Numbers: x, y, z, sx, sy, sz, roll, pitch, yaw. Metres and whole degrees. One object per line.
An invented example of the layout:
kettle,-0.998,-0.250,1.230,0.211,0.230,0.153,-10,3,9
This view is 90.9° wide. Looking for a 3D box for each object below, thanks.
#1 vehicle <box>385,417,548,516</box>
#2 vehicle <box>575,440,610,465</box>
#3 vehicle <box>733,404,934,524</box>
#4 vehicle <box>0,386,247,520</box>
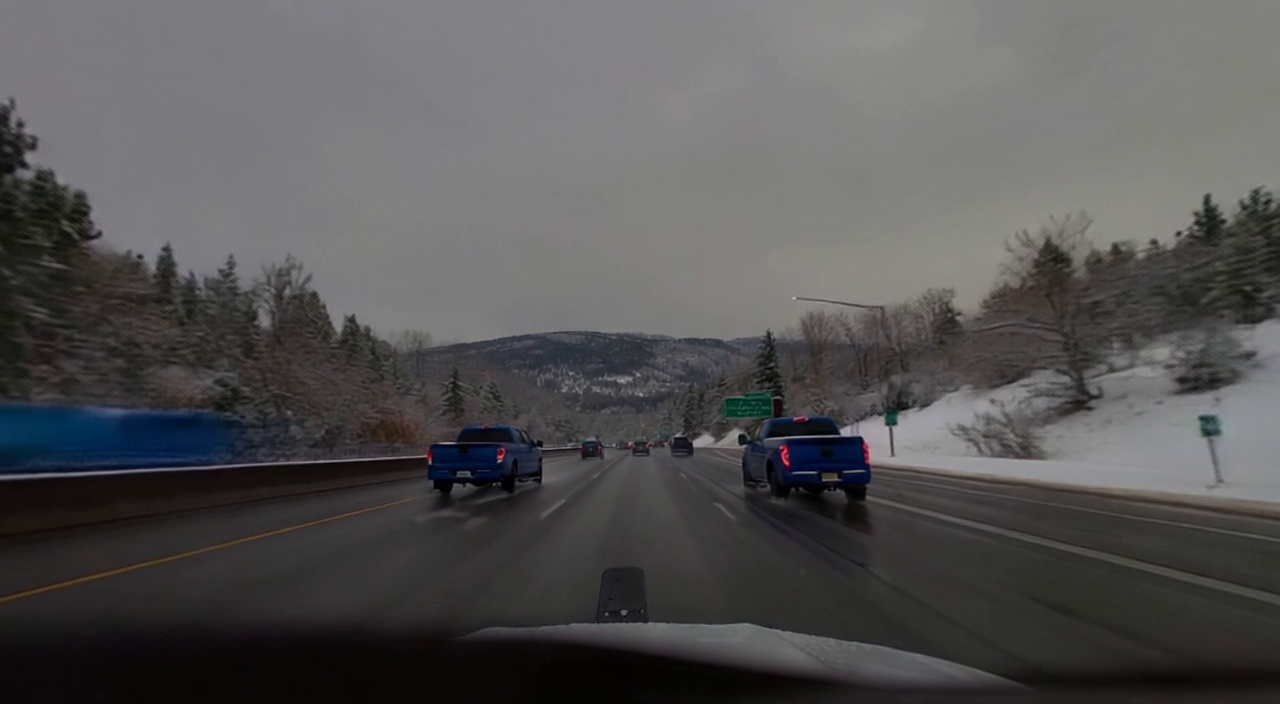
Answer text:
vehicle,-3.689,2.551,14.646,2.227,1.853,5.161,-1,-8,1
vehicle,-3.486,7.492,47.223,2.235,1.785,4.386,-1,-8,1
vehicle,3.612,2.261,13.296,2.424,1.952,5.611,0,-8,0
vehicle,-13.618,2.236,14.094,2.839,2.511,10.655,0,-8,0
